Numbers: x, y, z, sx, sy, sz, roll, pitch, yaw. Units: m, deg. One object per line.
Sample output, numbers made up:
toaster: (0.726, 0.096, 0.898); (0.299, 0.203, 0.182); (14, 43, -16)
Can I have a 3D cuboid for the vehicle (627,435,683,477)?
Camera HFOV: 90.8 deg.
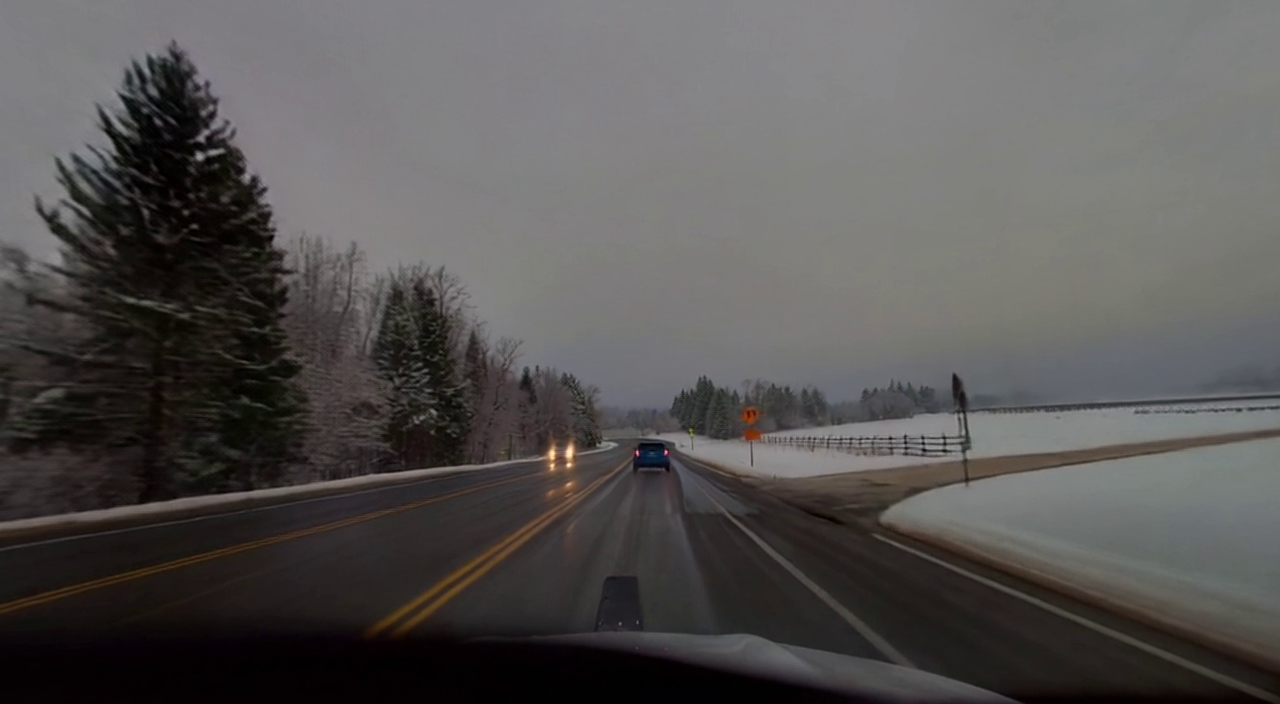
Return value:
vehicle: (0.649, 4.563, 27.941); (2.294, 1.708, 4.110); (0, -9, 1)
